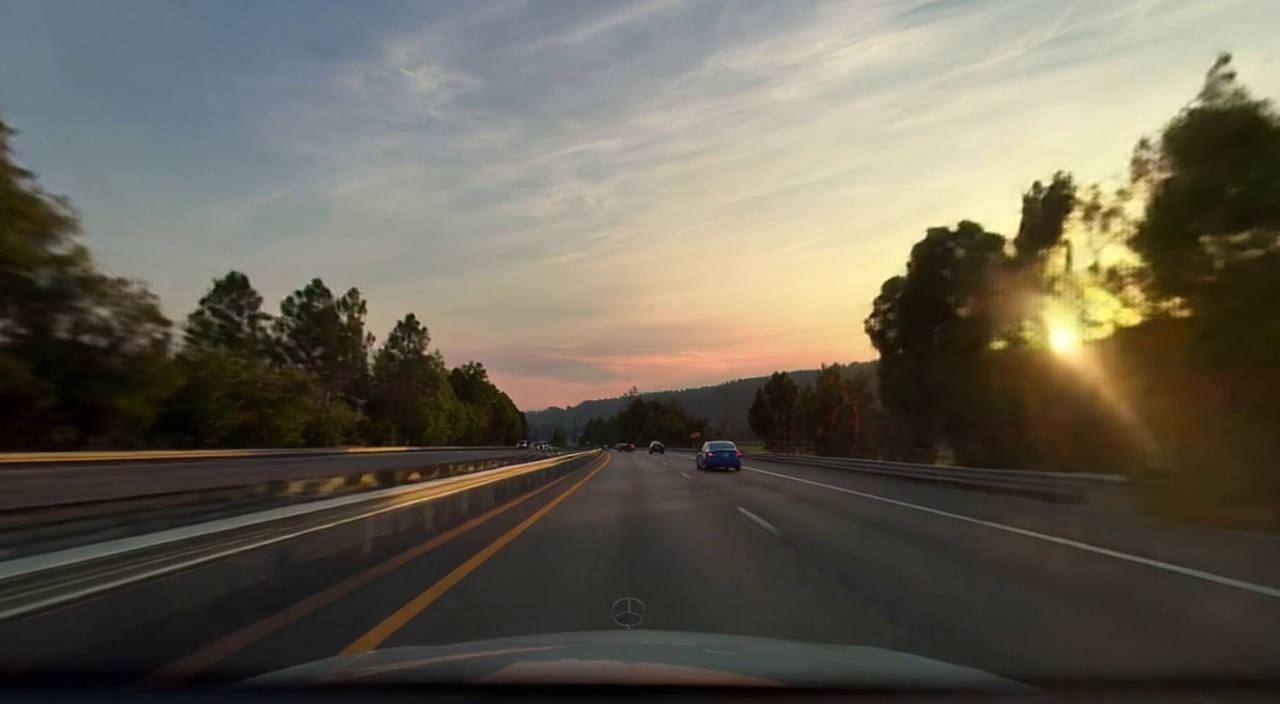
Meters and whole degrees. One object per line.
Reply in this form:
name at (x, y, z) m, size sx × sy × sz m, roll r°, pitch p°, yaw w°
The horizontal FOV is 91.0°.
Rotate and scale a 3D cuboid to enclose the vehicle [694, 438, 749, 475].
vehicle at (3.620, 4.726, 28.654) m, size 1.945 × 1.538 × 3.729 m, roll 0°, pitch -8°, yaw -1°
